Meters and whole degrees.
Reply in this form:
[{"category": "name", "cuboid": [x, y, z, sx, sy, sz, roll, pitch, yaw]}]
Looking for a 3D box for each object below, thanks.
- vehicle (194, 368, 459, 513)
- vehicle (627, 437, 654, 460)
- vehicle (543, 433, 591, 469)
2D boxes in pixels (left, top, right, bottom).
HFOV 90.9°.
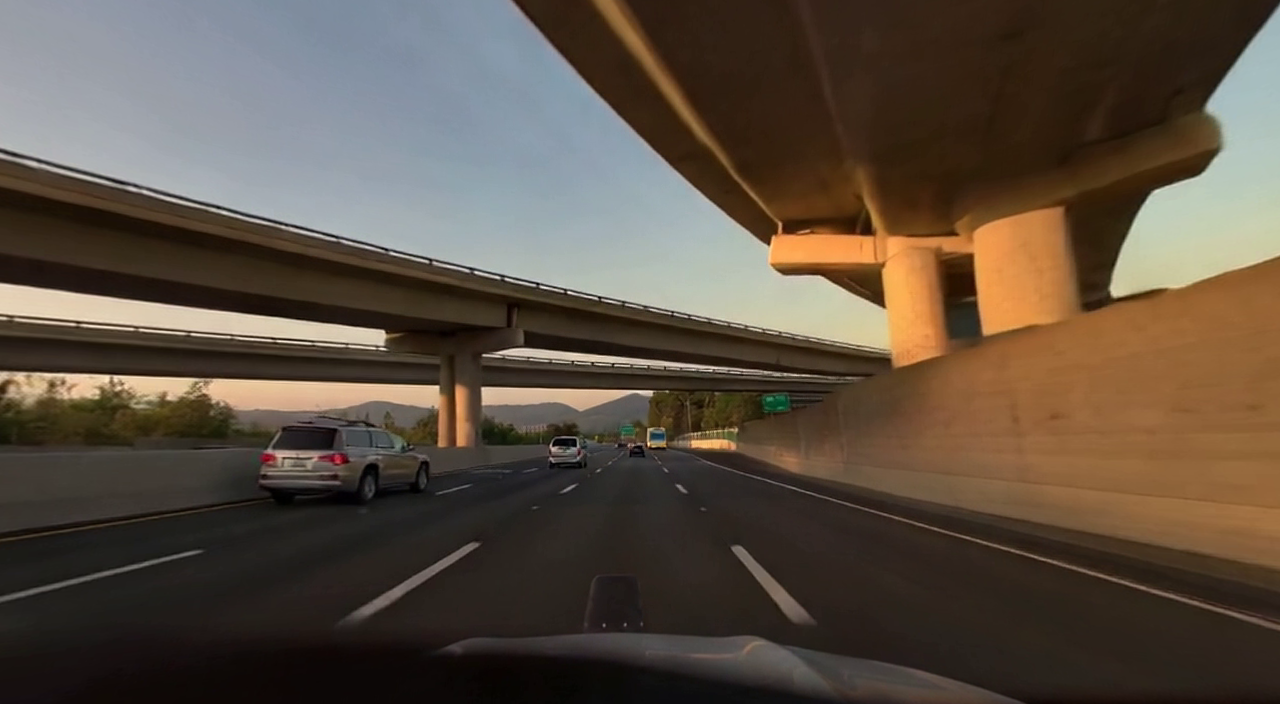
[{"category": "vehicle", "cuboid": [-7.498, 2.419, 16.796, 2.872, 2.890, 7.923, 1, -9, 0]}, {"category": "vehicle", "cuboid": [0.007, 7.599, 49.695, 2.052, 1.711, 4.223, 0, -9, -1]}, {"category": "vehicle", "cuboid": [-4.202, 5.803, 37.037, 2.147, 1.918, 4.834, 0, -9, 1]}]
